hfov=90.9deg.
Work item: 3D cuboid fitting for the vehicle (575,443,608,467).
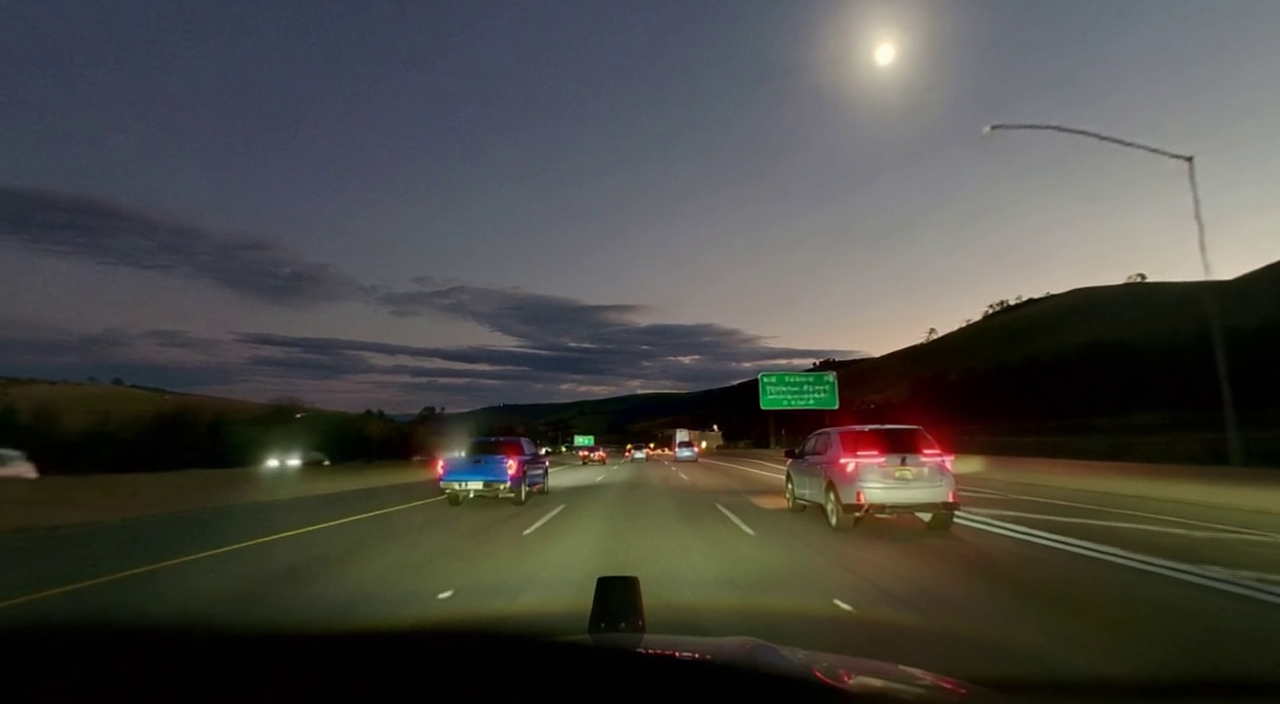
[{"bbox_3d":[-3.713,7.923,48.737,2.235,1.785,4.386,0,-8,0],"label":"vehicle"}]

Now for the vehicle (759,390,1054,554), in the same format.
[{"bbox_3d":[3.737,1.848,10.450,2.424,1.952,5.611,0,-8,0],"label":"vehicle"}]

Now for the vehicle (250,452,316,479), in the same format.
[{"bbox_3d":[-24.635,7.833,43.729,1.909,1.640,4.577,0,-8,0],"label":"vehicle"}]

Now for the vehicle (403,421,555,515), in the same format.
[{"bbox_3d":[-3.561,2.689,15.208,2.227,1.853,5.161,0,-8,1],"label":"vehicle"}]
